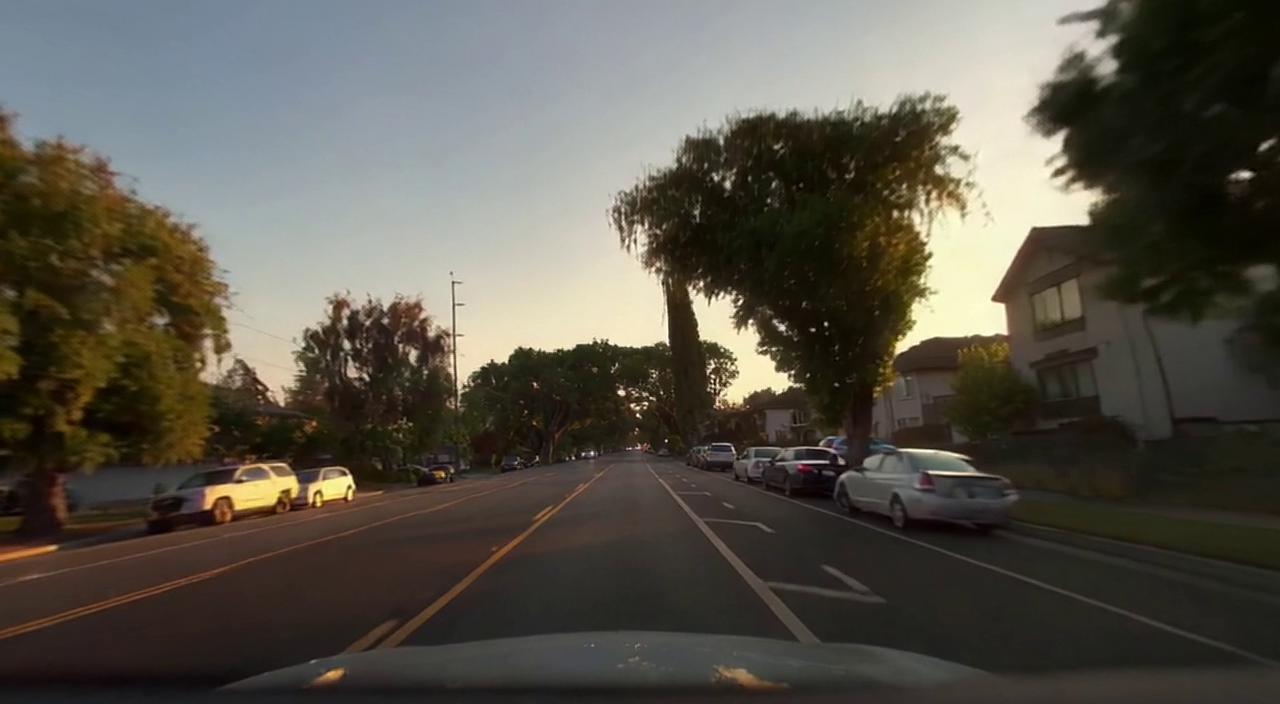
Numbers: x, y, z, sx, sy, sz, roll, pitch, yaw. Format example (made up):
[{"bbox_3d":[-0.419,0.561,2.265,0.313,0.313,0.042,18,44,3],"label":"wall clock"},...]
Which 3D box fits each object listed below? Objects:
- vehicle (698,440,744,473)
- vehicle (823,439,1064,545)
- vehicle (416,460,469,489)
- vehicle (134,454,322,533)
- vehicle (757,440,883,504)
[{"bbox_3d":[4.507,5.902,35.809,1.919,1.698,4.747,0,-9,-1],"label":"vehicle"},{"bbox_3d":[4.908,2.308,11.124,1.923,1.454,4.460,0,-9,-2],"label":"vehicle"},{"bbox_3d":[-12.705,7.884,40.868,1.972,1.475,4.503,-5,-9,-1],"label":"vehicle"},{"bbox_3d":[-12.306,4.230,19.534,2.156,1.935,5.464,-3,-10,0],"label":"vehicle"},{"bbox_3d":[4.794,3.283,17.739,1.933,1.511,5.086,0,-9,-2],"label":"vehicle"}]
